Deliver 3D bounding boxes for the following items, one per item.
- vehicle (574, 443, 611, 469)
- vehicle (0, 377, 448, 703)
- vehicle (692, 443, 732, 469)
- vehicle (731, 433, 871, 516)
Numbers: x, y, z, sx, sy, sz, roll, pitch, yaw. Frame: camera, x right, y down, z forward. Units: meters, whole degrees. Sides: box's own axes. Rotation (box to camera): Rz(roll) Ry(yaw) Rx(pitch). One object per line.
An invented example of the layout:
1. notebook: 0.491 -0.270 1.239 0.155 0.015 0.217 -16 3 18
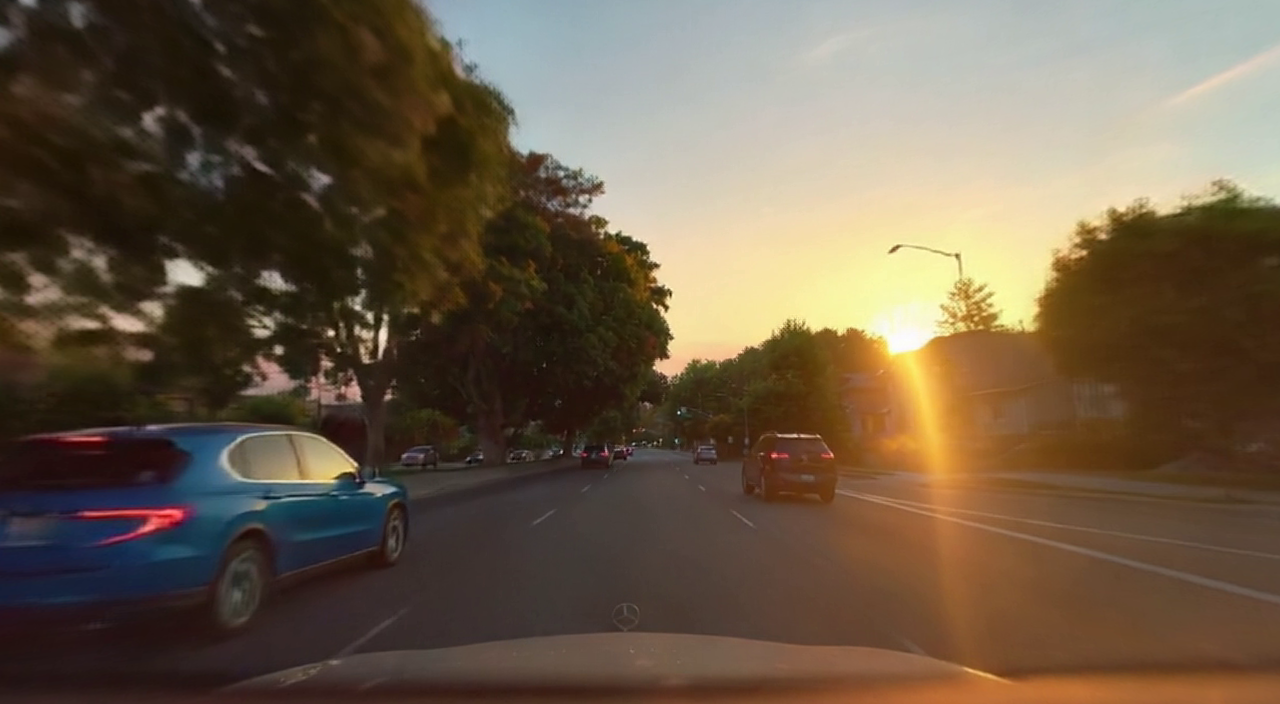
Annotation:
1. vehicle: -2.993 6.632 40.445 1.988 1.569 4.202 0 -8 1
2. vehicle: -3.467 1.313 5.656 2.045 1.688 4.632 0 -8 0
3. vehicle: 4.850 6.999 42.845 2.169 1.669 4.037 0 -8 -1
4. vehicle: 3.564 2.800 14.997 2.132 1.659 4.387 0 -8 0
